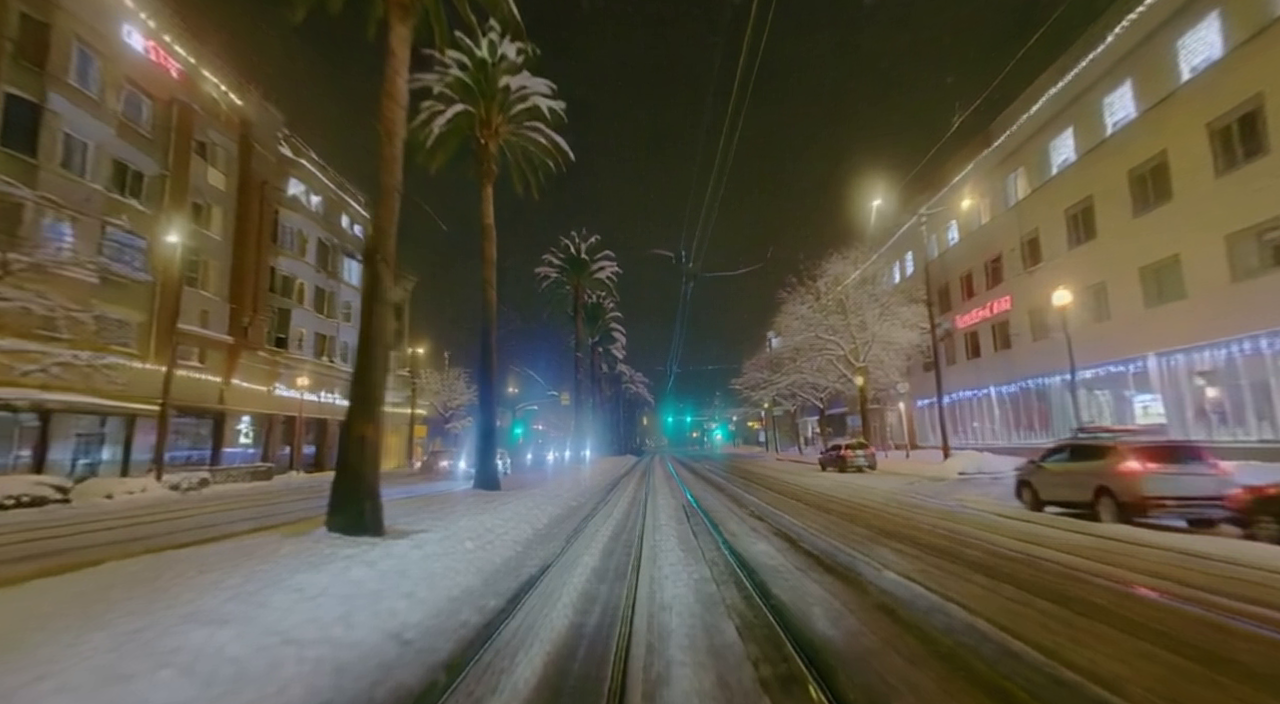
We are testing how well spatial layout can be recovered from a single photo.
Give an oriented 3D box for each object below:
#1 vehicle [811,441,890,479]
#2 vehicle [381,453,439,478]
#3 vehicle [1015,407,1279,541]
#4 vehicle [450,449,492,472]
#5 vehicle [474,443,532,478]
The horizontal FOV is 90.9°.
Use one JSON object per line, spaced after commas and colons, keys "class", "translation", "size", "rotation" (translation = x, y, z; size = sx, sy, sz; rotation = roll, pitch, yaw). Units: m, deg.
{"class": "vehicle", "translation": [9.128, 4.704, 27.691], "size": [1.822, 1.494, 4.385], "rotation": [-1, -9, -2]}
{"class": "vehicle", "translation": [-15.294, 7.516, 42.131], "size": [1.993, 1.464, 4.740], "rotation": [-1, -9, 1]}
{"class": "vehicle", "translation": [8.723, 2.007, 10.905], "size": [1.900, 1.846, 4.002], "rotation": [-1, -9, -1]}
{"class": "vehicle", "translation": [-12.338, 7.911, 46.135], "size": [1.887, 1.513, 4.131], "rotation": [-1, -9, 1]}
{"class": "vehicle", "translation": [-6.970, 5.551, 32.562], "size": [1.971, 1.657, 4.623], "rotation": [-1, -8, 0]}
